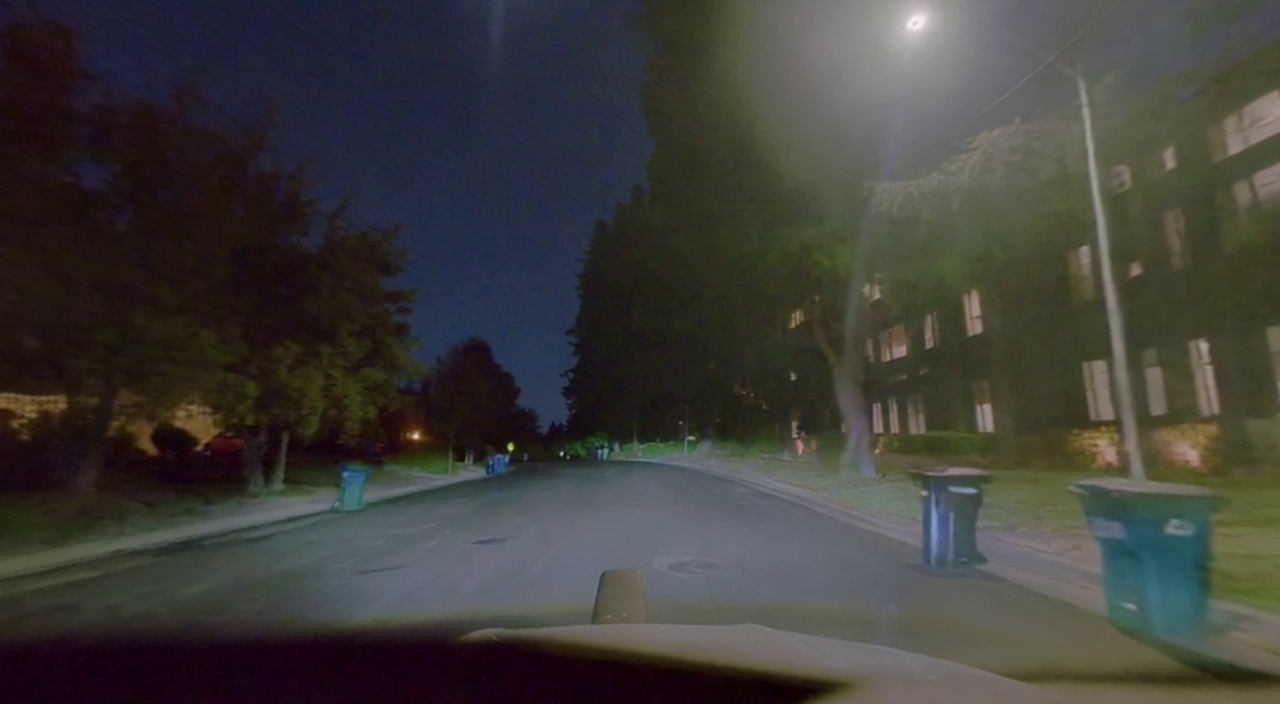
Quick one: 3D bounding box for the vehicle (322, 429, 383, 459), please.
[{"bbox_3d":[-19.456,6.282,42.910,2.407,1.912,5.091,1,-8,-9],"label":"vehicle"}]
